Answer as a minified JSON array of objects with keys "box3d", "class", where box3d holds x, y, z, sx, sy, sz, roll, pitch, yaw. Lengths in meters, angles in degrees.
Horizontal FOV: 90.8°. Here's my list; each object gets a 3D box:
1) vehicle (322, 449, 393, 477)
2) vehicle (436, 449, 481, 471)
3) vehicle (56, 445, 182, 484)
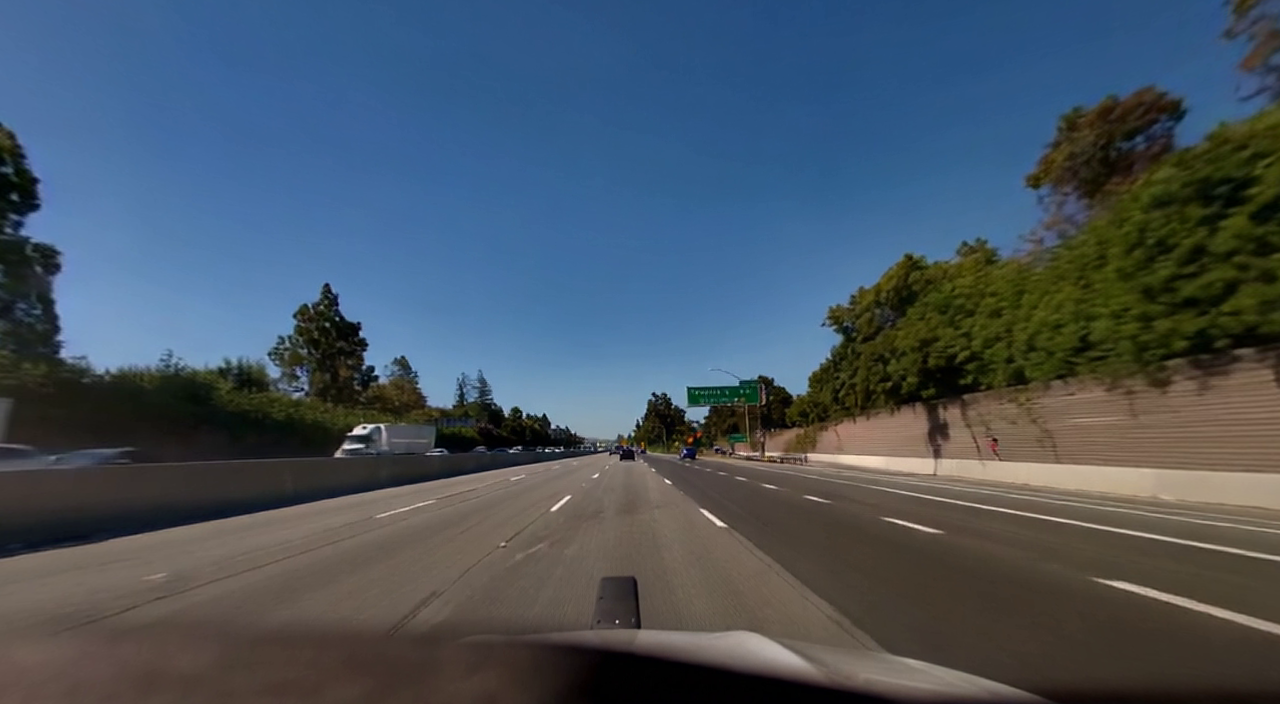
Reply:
[{"box3d":[-16.093,6.339,36.263,1.929,1.459,4.504,0,-9,0],"class":"vehicle"},{"box3d":[-13.264,7.889,46.366,1.985,1.447,4.438,0,-9,0],"class":"vehicle"},{"box3d":[-24.658,5.301,30.188,1.911,1.685,4.614,-1,-9,3],"class":"vehicle"}]
